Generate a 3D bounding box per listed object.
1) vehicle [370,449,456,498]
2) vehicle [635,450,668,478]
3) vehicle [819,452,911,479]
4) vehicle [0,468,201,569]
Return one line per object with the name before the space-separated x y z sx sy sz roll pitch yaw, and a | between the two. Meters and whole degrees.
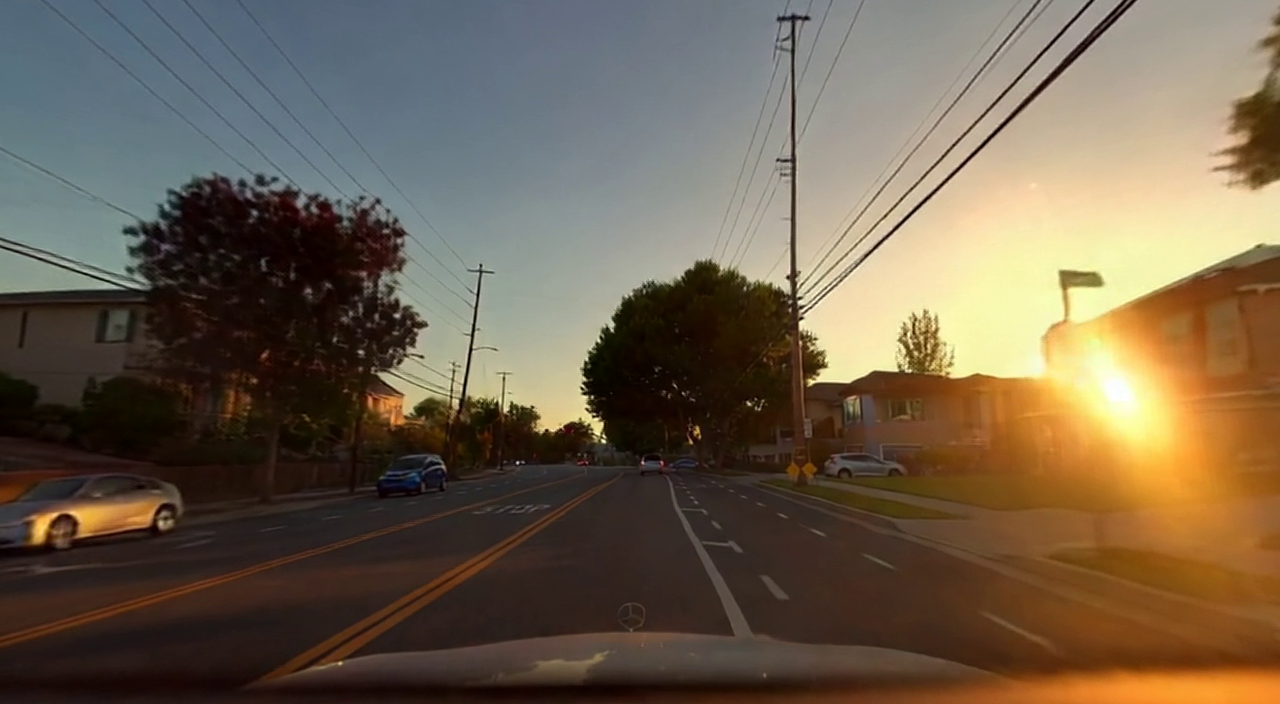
vehicle | -10.568 5.662 29.822 1.998 2.047 5.167 0 -8 1
vehicle | 0.855 8.127 46.131 2.284 1.741 4.702 2 -8 2
vehicle | 13.183 6.647 37.071 4.648 1.511 1.919 0 -8 -1
vehicle | -11.387 3.154 12.632 1.965 1.455 4.472 0 -8 -1
